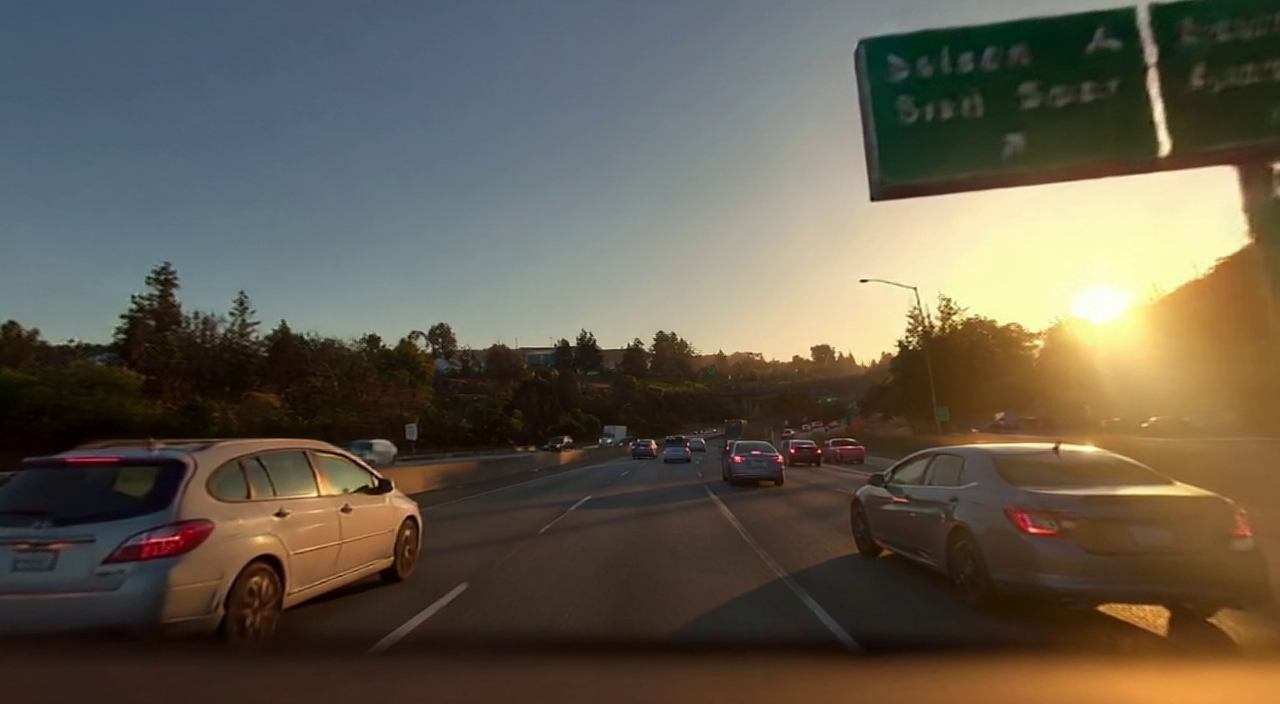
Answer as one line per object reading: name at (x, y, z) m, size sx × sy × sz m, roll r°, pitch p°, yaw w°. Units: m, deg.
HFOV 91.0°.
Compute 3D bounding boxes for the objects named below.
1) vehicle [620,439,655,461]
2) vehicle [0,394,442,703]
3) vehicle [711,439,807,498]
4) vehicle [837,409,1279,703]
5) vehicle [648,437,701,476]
vehicle at (-0.154, 7.264, 46.555) m, size 2.059 × 1.516 × 4.236 m, roll -1°, pitch -9°, yaw 7°
vehicle at (-3.242, 1.297, 4.777) m, size 1.937 × 1.558 × 4.469 m, roll 0°, pitch -9°, yaw 1°
vehicle at (3.299, 3.331, 18.382) m, size 2.009 × 1.489 × 4.559 m, roll 0°, pitch -9°, yaw 1°
vehicle at (3.442, 1.390, 5.453) m, size 2.014 × 1.489 × 4.696 m, roll 0°, pitch -9°, yaw 1°
vehicle at (1.555, 4.636, 28.025) m, size 2.201 × 1.614 × 3.803 m, roll -1°, pitch -9°, yaw 4°
